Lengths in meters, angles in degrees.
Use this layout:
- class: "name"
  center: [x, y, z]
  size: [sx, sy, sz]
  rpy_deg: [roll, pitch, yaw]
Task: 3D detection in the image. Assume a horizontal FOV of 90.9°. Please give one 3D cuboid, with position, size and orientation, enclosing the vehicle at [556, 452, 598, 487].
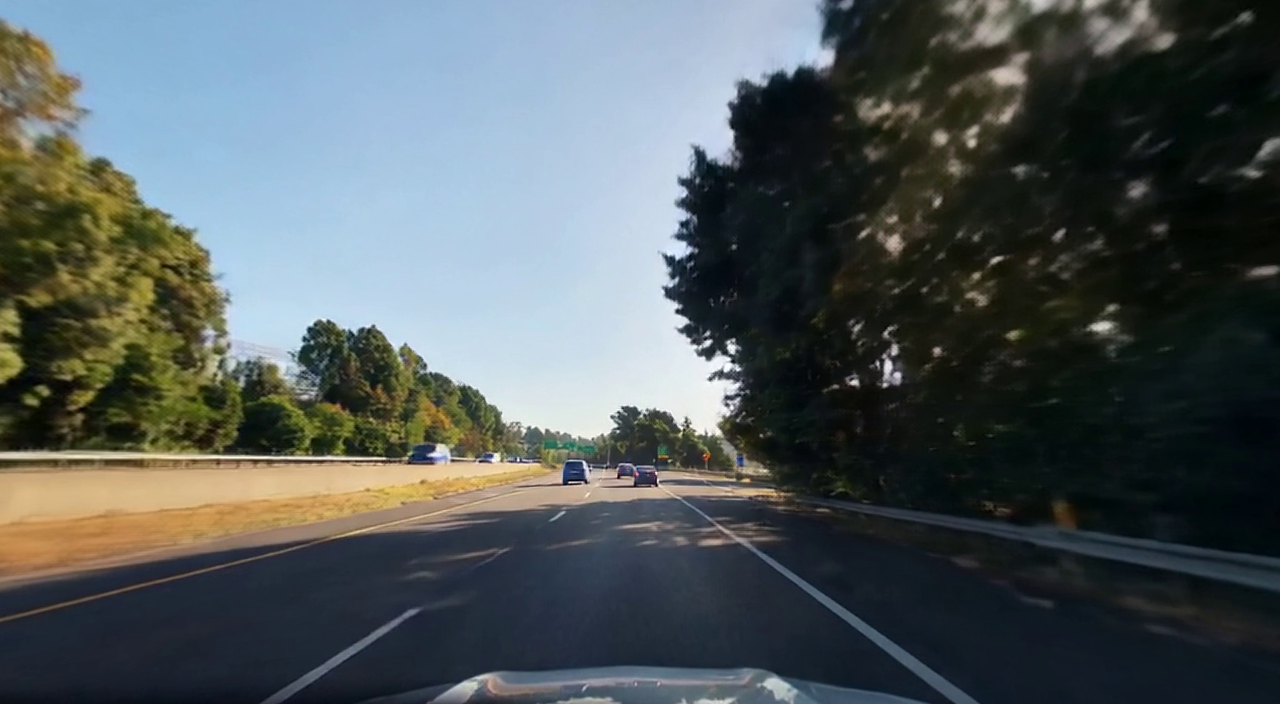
- class: "vehicle"
  center: [-4.065, 7.672, 41.264]
  size: [2.237, 2.113, 4.815]
  rpy_deg: [1, -10, 0]

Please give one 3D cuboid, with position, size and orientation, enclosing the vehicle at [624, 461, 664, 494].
- class: "vehicle"
  center: [0.156, 6.377, 32.189]
  size: [1.905, 1.559, 3.491]
  rpy_deg: [1, -10, -1]
